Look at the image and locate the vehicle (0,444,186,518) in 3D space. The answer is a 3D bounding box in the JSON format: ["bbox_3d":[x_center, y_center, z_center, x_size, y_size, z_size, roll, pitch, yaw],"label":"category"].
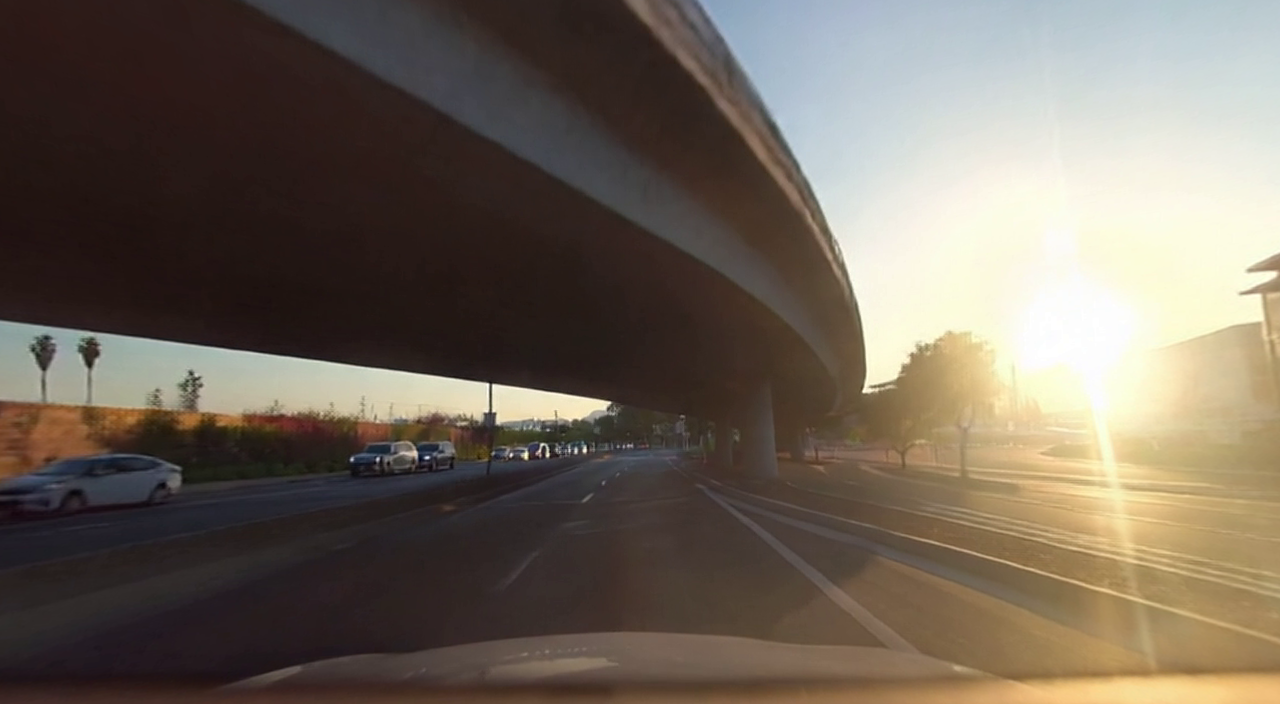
[{"bbox_3d":[-13.644,3.042,15.361,1.847,1.498,4.368,1,-10,2],"label":"vehicle"}]

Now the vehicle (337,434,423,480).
[{"bbox_3d":[-13.026,5.298,32.117,2.136,2.016,5.354,2,-9,-2],"label":"vehicle"}]

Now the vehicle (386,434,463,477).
[{"bbox_3d":[-12.961,6.251,38.581,2.307,2.349,6.335,1,-8,1],"label":"vehicle"}]
